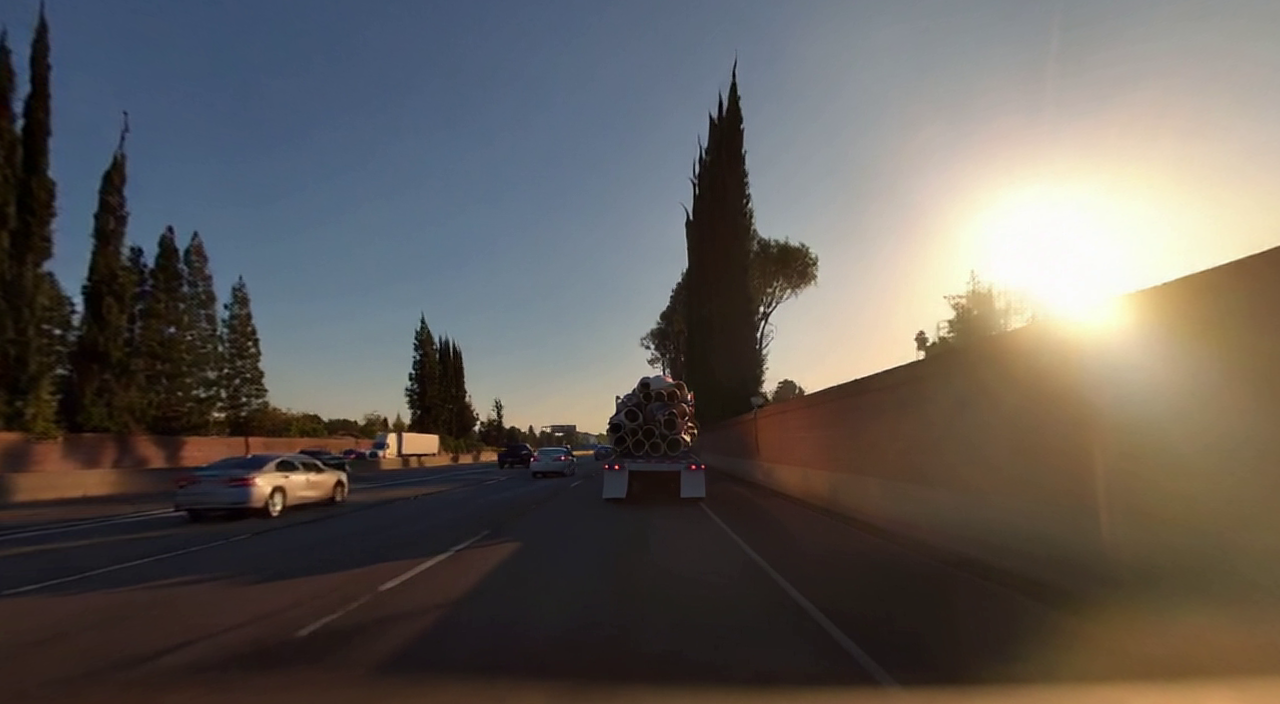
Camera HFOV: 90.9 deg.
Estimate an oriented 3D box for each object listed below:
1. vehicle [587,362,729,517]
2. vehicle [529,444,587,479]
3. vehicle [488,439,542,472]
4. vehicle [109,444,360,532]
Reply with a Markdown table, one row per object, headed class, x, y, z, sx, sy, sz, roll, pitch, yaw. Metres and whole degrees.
| class | x | y | z | sx | sy | sz | roll | pitch | yaw |
| --- | --- | --- | --- | --- | --- | --- | --- | --- | --- |
| vehicle | 0.398 | 2.344 | 16.785 | 2.798 | 3.071 | 8.412 | 0 | -8 | 1 |
| vehicle | -3.653 | 4.959 | 28.874 | 1.974 | 1.475 | 4.538 | 0 | -8 | 1 |
| vehicle | -7.490 | 6.257 | 38.342 | 2.164 | 1.874 | 5.004 | 0 | -8 | 0 |
| vehicle | -7.881 | 2.645 | 13.011 | 2.006 | 1.458 | 4.700 | 0 | -8 | 1 |
